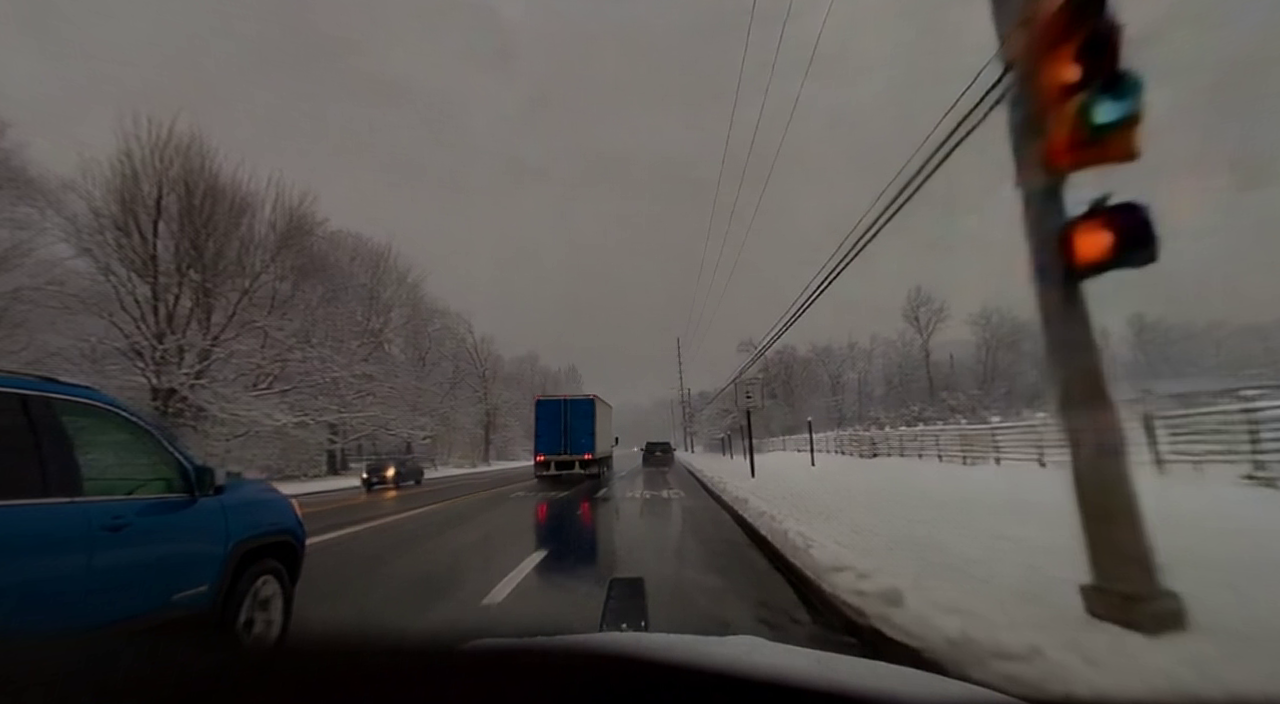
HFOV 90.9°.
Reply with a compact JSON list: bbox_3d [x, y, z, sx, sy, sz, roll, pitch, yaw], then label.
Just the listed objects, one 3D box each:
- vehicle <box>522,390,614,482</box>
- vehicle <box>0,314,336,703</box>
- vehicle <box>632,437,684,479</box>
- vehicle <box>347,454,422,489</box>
[{"bbox_3d":[-3.085,4.050,29.876,2.928,3.658,8.980,0,-9,2],"label":"vehicle"},{"bbox_3d":[-3.283,0.793,2.212,2.093,1.832,4.508,0,-9,1],"label":"vehicle"},{"bbox_3d":[0.786,4.732,28.311,2.174,1.749,4.113,0,-9,1],"label":"vehicle"},{"bbox_3d":[-14.090,6.583,35.095,2.123,1.789,4.609,0,-9,2],"label":"vehicle"}]
